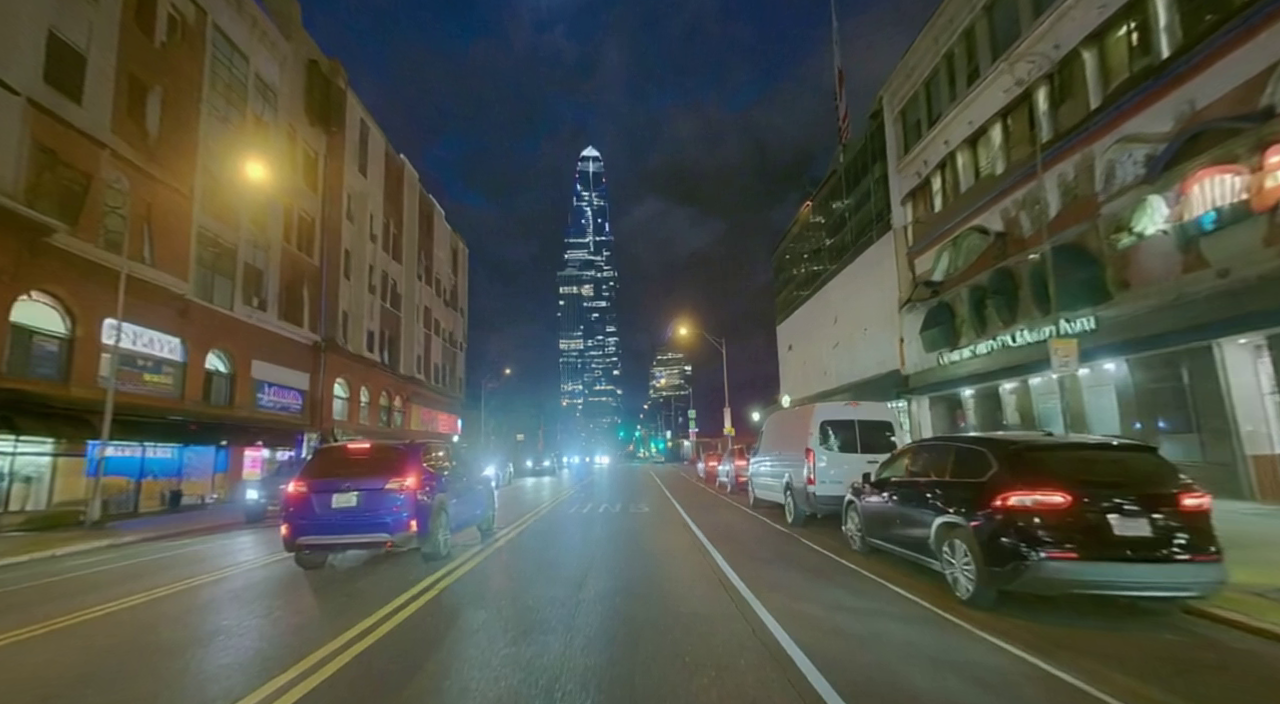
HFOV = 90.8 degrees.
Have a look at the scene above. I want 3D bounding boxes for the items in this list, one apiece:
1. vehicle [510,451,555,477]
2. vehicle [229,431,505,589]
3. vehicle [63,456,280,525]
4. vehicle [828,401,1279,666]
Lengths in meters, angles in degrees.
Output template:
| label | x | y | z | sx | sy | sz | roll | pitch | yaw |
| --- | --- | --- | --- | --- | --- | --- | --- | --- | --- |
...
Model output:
| label | x | y | z | sx | sy | sz | roll | pitch | yaw |
| --- | --- | --- | --- | --- | --- | --- | --- | --- | --- |
| vehicle | -6.720 | 7.034 | 39.991 | 1.993 | 1.484 | 4.812 | 0 | -8 | 0 |
| vehicle | -3.246 | 1.930 | 8.666 | 2.024 | 1.579 | 4.300 | 0 | -8 | -3 |
| vehicle | -13.847 | 4.083 | 19.076 | 4.676 | 1.807 | 2.106 | 2 | -9 | -15 |
| vehicle | 3.926 | 1.614 | 6.923 | 2.040 | 1.790 | 5.044 | 0 | -8 | -1 |
